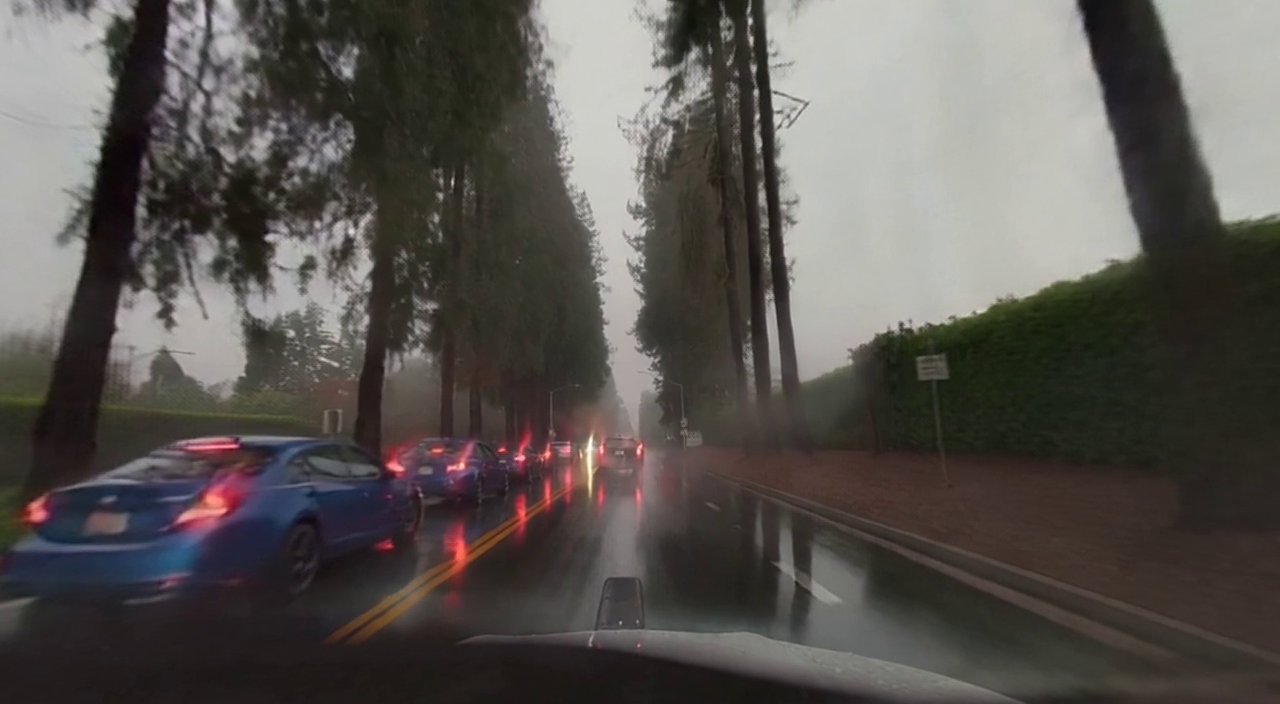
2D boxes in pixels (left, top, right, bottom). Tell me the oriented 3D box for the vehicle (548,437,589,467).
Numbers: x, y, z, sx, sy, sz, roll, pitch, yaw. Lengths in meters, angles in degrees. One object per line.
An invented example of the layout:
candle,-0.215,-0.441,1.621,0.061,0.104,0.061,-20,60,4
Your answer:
vehicle,-4.194,5.944,37.802,1.983,1.697,4.285,0,-8,-1

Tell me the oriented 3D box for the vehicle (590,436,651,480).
vehicle,-0.716,4.007,24.160,2.127,1.517,4.090,0,-8,-1

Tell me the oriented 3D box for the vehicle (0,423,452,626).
vehicle,-3.701,1.569,6.791,2.030,1.452,4.312,0,-8,0
